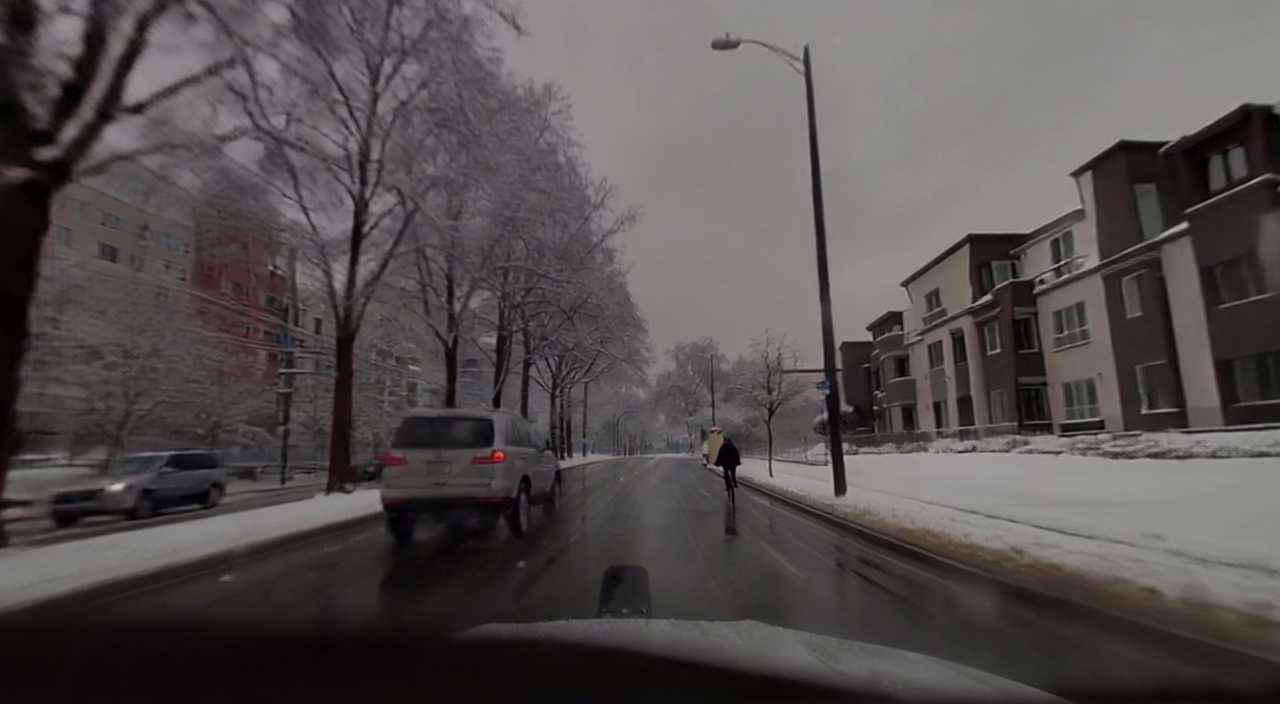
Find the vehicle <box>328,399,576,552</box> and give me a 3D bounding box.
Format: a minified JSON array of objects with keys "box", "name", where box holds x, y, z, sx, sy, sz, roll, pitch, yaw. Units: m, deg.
[{"box":[-2.588,1.912,10.388,2.294,1.859,5.127,-1,-9,3],"name":"vehicle"}]
